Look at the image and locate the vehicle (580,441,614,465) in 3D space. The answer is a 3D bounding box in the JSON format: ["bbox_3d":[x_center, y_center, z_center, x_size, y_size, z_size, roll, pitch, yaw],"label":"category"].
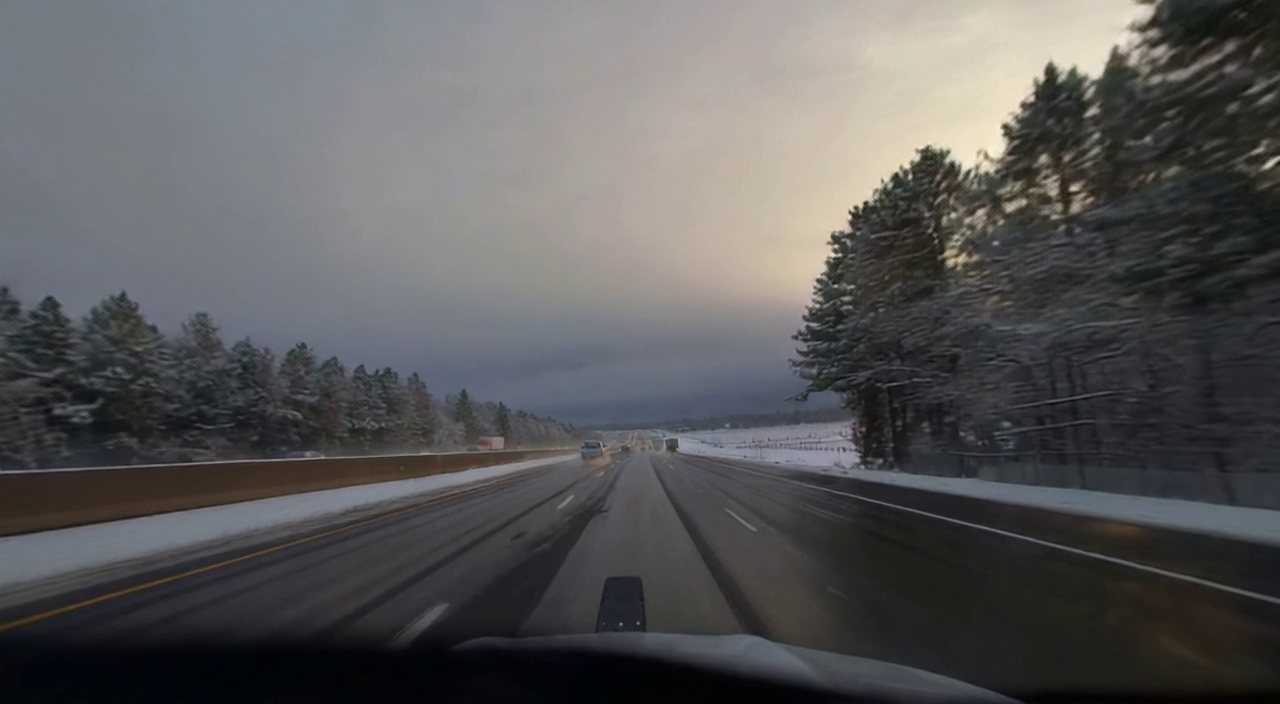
[{"bbox_3d":[-3.209,7.667,47.896,2.166,1.723,4.267,0,-9,1],"label":"vehicle"}]

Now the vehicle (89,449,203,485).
[{"bbox_3d":[-24.411,5.657,31.370,1.893,1.640,4.541,0,-9,0],"label":"vehicle"}]
